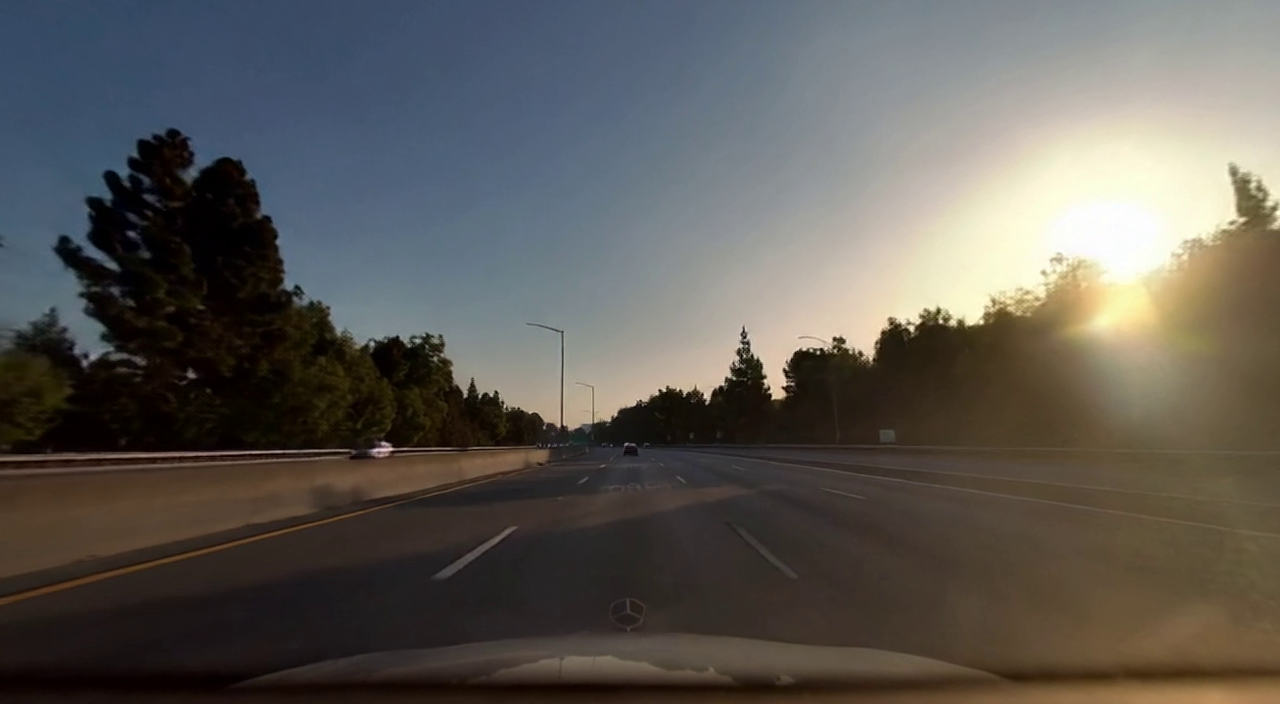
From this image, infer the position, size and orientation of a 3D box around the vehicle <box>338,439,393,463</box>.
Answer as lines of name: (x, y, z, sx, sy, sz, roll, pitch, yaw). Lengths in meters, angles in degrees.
vehicle: (-19.519, 7.059, 45.105, 1.907, 1.553, 4.616, 0, -8, -1)
